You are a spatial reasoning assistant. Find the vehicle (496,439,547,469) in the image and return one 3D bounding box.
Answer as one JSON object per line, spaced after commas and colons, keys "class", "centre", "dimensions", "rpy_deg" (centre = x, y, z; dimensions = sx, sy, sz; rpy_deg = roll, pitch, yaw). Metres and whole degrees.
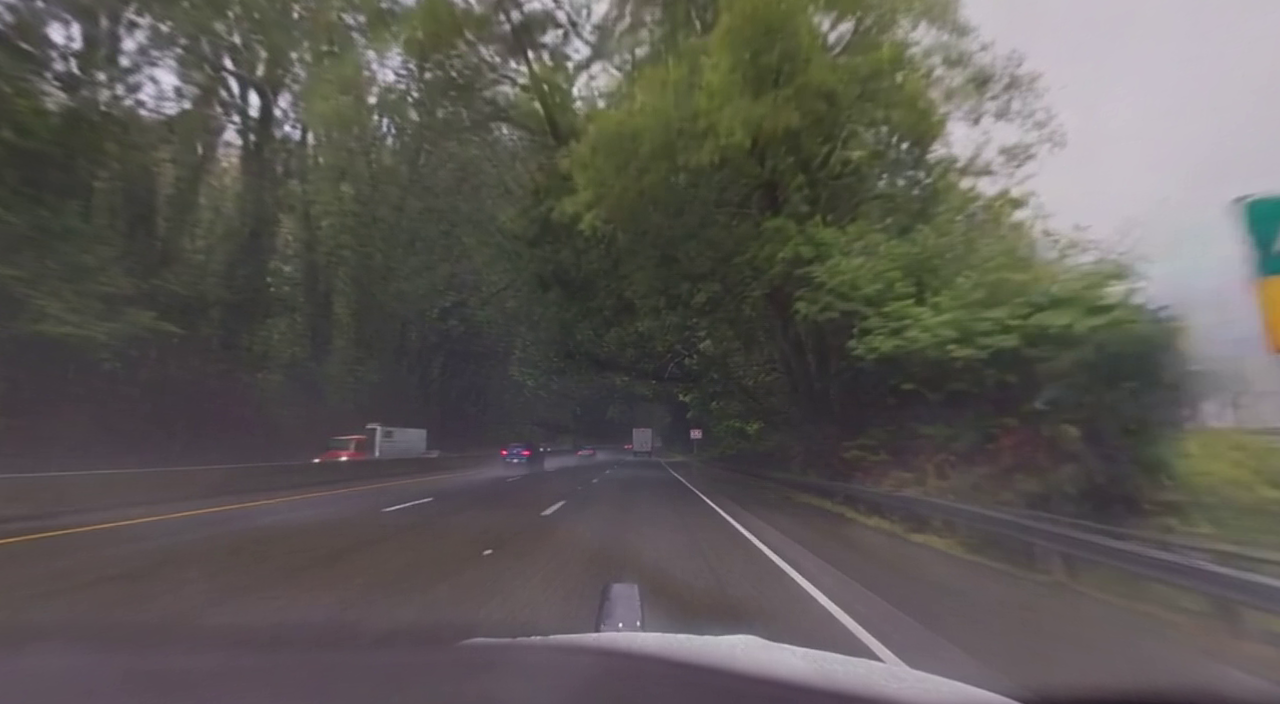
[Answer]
{"class": "vehicle", "centre": [-7.408, 6.437, 39.863], "dimensions": [2.253, 1.815, 4.618], "rpy_deg": [0, -9, 1]}
